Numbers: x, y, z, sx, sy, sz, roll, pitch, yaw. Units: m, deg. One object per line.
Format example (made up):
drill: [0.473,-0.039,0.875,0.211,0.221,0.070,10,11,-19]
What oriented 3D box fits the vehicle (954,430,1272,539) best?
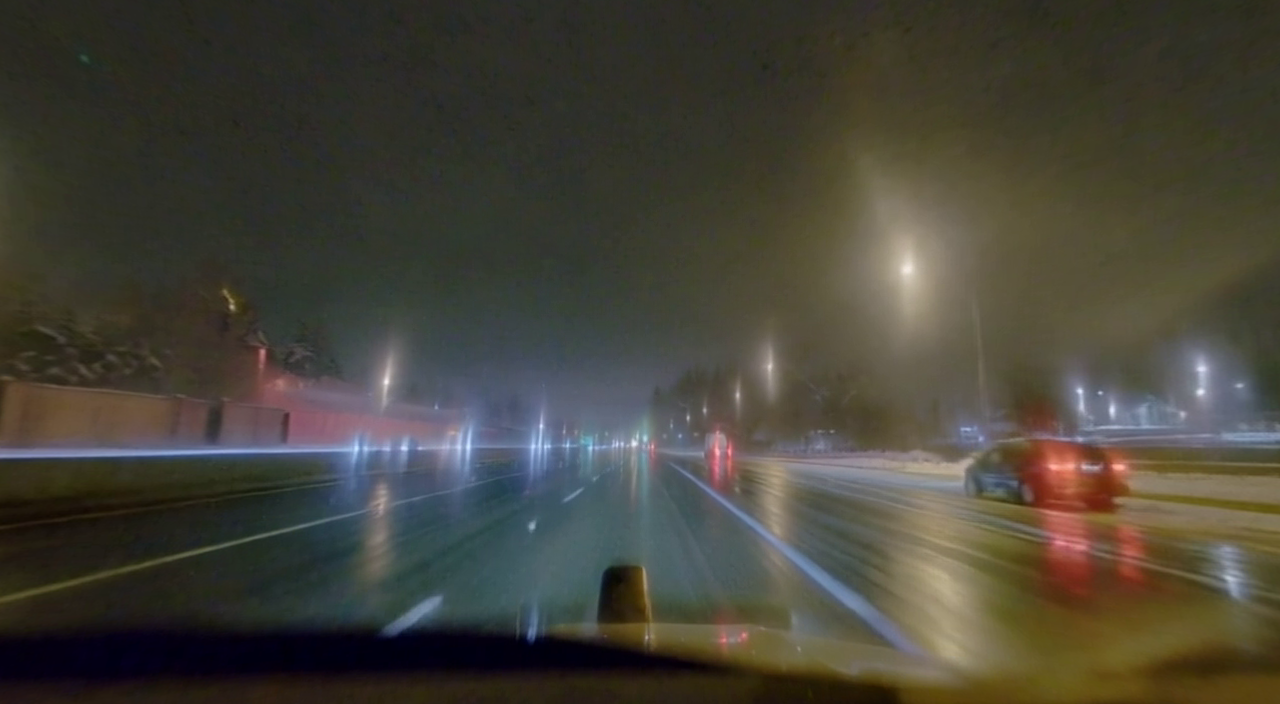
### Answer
vehicle: [7.832,2.211,11.247,2.031,1.524,4.657,0,-8,0]

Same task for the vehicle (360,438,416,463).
vehicle: [-17.929,7.037,45.143,1.927,1.619,4.965,0,-8,0]
